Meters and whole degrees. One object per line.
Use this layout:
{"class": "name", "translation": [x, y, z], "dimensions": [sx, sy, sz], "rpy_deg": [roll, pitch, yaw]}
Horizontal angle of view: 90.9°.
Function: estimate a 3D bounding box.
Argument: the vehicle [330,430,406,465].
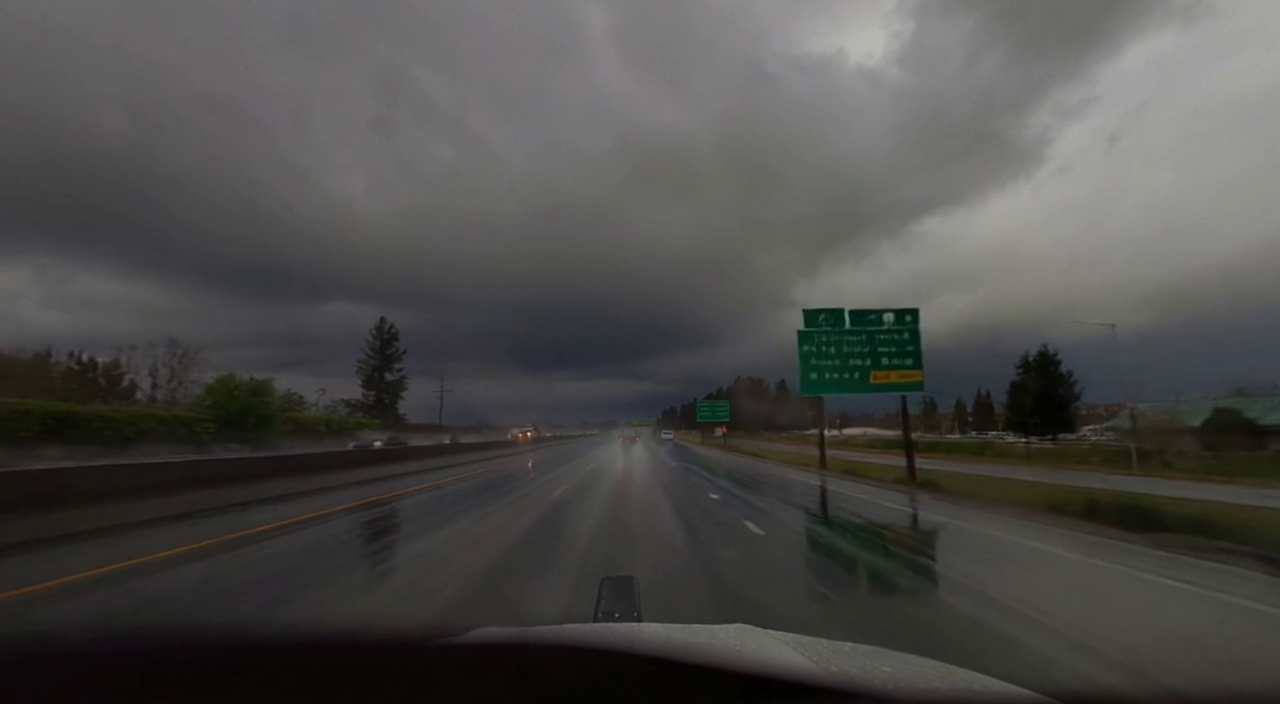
{"class": "vehicle", "translation": [-13.387, 4.700, 31.264], "dimensions": [1.915, 1.590, 4.214], "rpy_deg": [0, -8, -1]}
